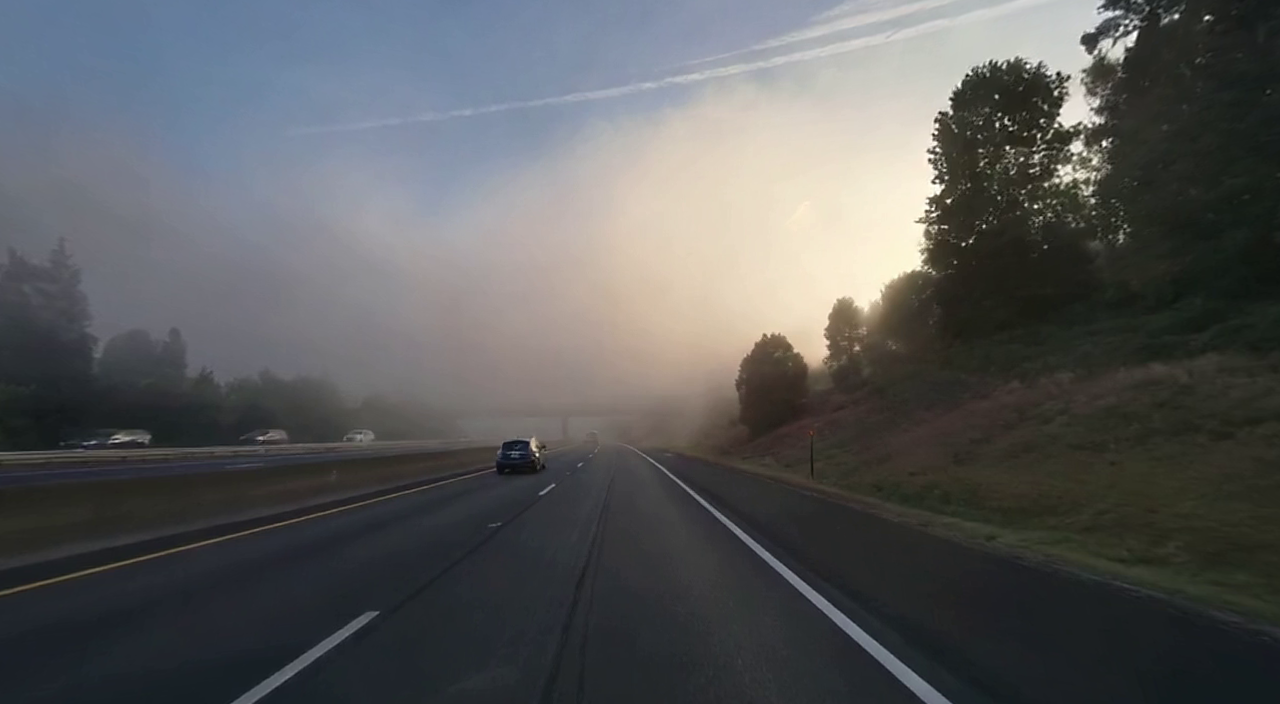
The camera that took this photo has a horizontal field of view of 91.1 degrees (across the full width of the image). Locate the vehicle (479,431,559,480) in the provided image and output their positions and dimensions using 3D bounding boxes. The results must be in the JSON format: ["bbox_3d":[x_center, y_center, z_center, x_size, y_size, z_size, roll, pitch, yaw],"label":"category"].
[{"bbox_3d":[-4.103,3.561,22.026,2.005,1.509,4.260,0,-8,-1],"label":"vehicle"}]
